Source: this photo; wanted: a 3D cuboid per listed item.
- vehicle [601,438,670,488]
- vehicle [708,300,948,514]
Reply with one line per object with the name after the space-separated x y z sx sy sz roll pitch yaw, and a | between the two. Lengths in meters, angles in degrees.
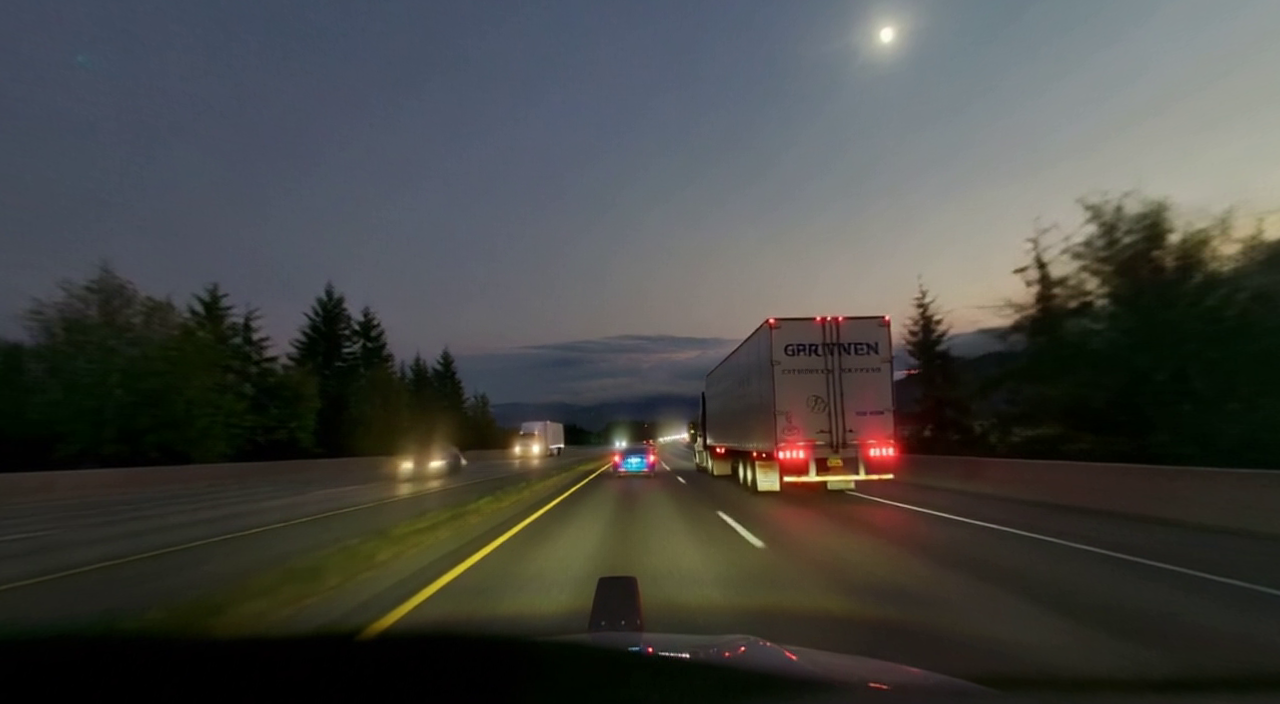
-0.131 3.660 20.956 2.074 1.475 3.960 0 -9 0 | vehicle
4.277 2.105 19.115 2.909 4.074 14.457 0 -9 0 | vehicle
